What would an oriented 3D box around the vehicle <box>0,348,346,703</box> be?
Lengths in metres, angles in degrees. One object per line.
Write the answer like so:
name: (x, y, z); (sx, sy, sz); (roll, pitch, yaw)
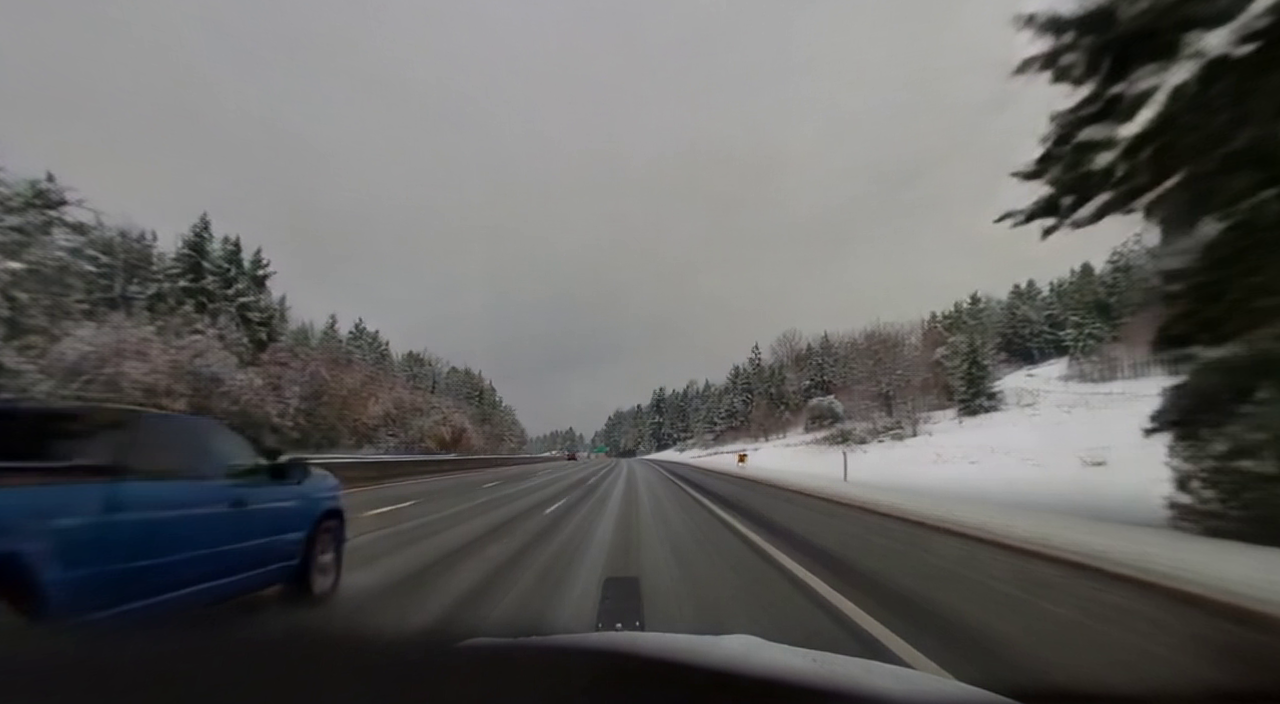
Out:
vehicle: (-3.483, 0.880, 2.563); (2.279, 1.683, 4.726); (0, -9, 0)
